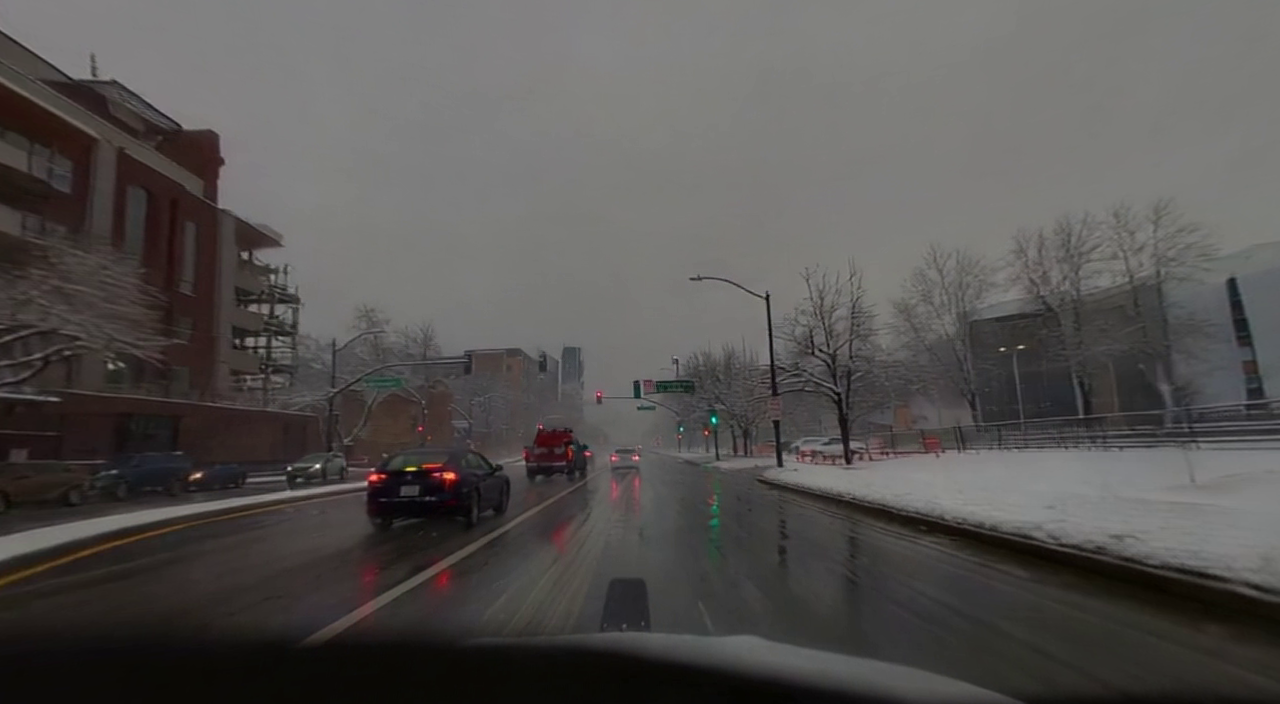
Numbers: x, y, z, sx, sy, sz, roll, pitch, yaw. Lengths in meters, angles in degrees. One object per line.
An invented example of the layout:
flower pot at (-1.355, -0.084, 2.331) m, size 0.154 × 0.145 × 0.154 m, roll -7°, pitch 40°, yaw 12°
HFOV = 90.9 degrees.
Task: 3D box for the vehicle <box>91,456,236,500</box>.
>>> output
vehicle at (-19.589, 5.165, 26.276) m, size 1.993 × 1.552 × 5.039 m, roll -1°, pitch -9°, yaw 2°

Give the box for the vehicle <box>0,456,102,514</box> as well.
vehicle at (-19.709, 4.098, 19.585) m, size 2.029 × 1.637 × 4.338 m, roll 0°, pitch -9°, yaw 1°

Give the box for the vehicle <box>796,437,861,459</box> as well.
vehicle at (13.197, 6.710, 44.182) m, size 4.061 × 1.465 × 1.803 m, roll 2°, pitch -8°, yaw -18°

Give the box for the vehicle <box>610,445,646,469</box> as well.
vehicle at (-0.737, 6.632, 40.051) m, size 2.171 × 1.422 × 4.146 m, roll 0°, pitch -9°, yaw 0°

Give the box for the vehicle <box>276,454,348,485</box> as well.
vehicle at (-19.610, 7.020, 37.962) m, size 1.965 × 1.539 × 4.461 m, roll -4°, pitch -9°, yaw 1°

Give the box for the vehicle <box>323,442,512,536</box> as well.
vehicle at (-3.887, 2.448, 11.981) m, size 1.959 × 1.406 × 4.527 m, roll 0°, pitch -9°, yaw 0°

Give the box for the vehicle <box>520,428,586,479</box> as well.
vehicle at (-3.797, 4.565, 28.495) m, size 2.240 × 2.054 × 4.662 m, roll 0°, pitch -9°, yaw 1°
